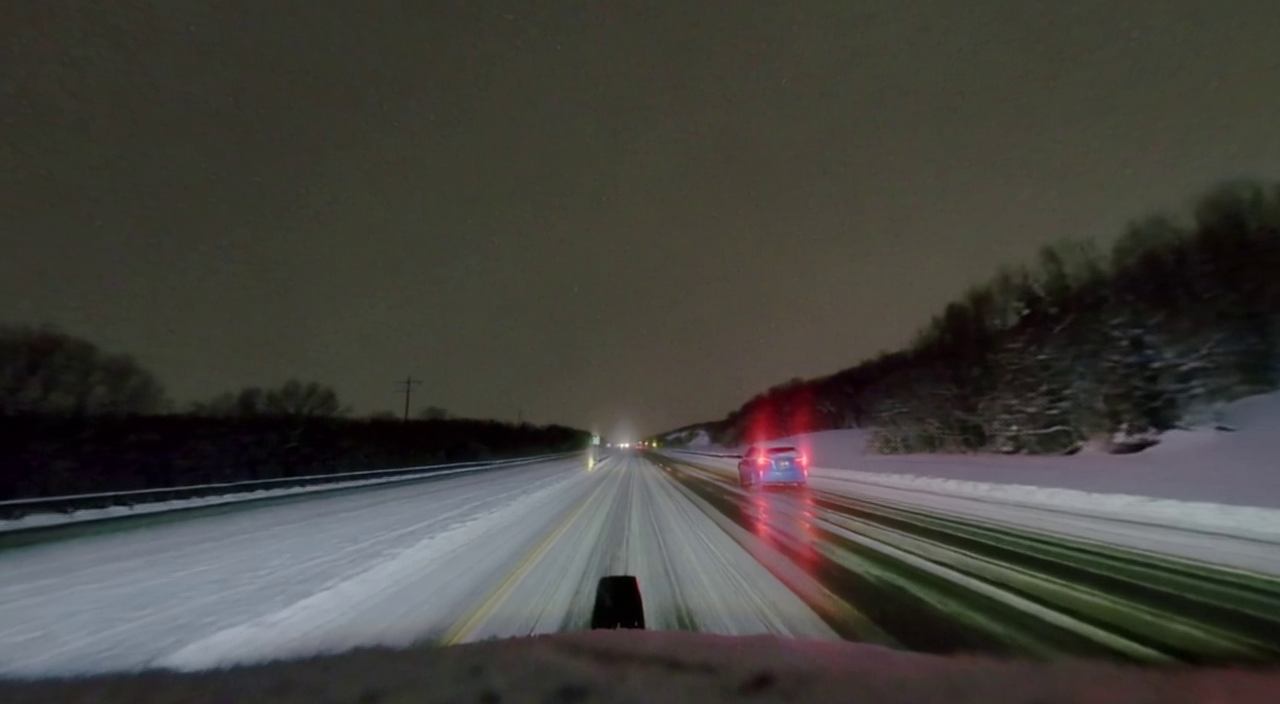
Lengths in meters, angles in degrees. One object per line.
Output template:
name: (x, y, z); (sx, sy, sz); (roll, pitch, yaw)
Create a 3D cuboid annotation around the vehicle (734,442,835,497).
vehicle: (4.198, 3.488, 18.933); (1.981, 1.440, 4.125); (0, -9, -1)
